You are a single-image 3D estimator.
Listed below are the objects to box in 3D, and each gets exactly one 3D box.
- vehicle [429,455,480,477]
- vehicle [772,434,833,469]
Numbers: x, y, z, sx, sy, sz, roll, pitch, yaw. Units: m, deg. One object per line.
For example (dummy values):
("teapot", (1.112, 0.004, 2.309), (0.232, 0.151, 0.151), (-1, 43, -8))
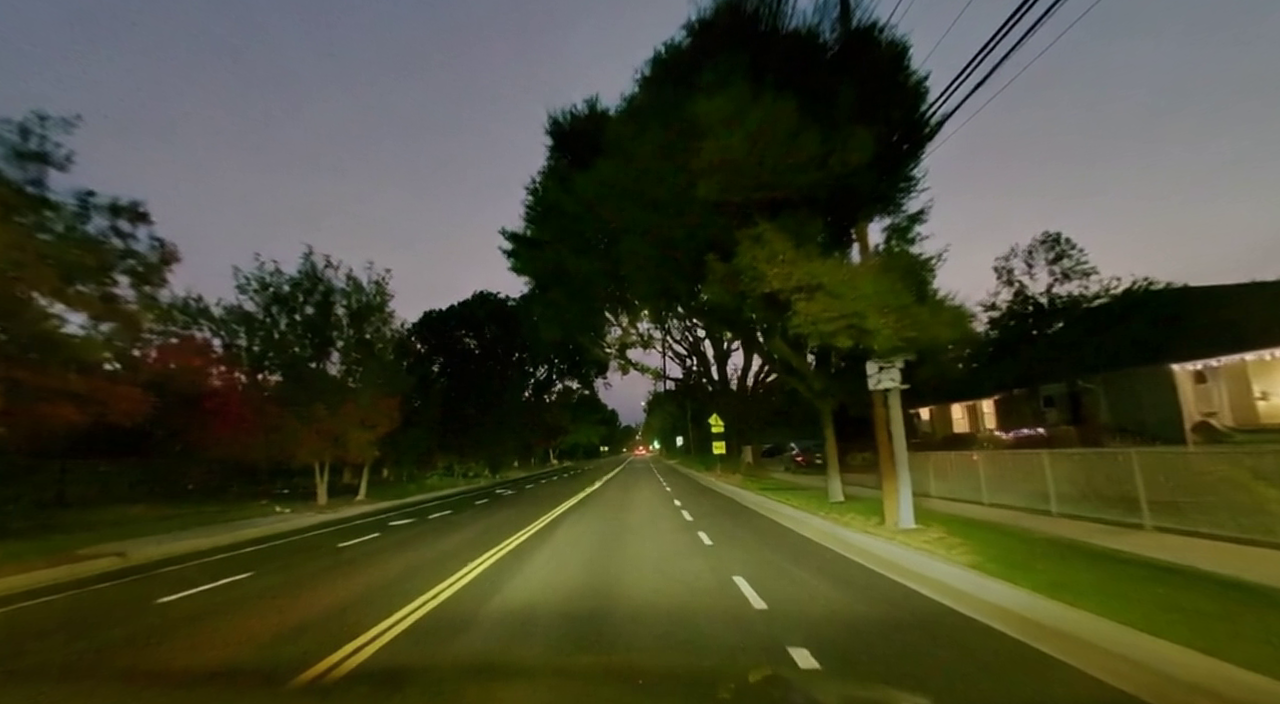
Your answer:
("vehicle", (-14.018, 8.552, 47.666), (2.027, 1.518, 4.698), (7, -11, -38))
("vehicle", (9.657, 5.957, 38.036), (2.102, 1.822, 4.802), (-3, -8, -3))
